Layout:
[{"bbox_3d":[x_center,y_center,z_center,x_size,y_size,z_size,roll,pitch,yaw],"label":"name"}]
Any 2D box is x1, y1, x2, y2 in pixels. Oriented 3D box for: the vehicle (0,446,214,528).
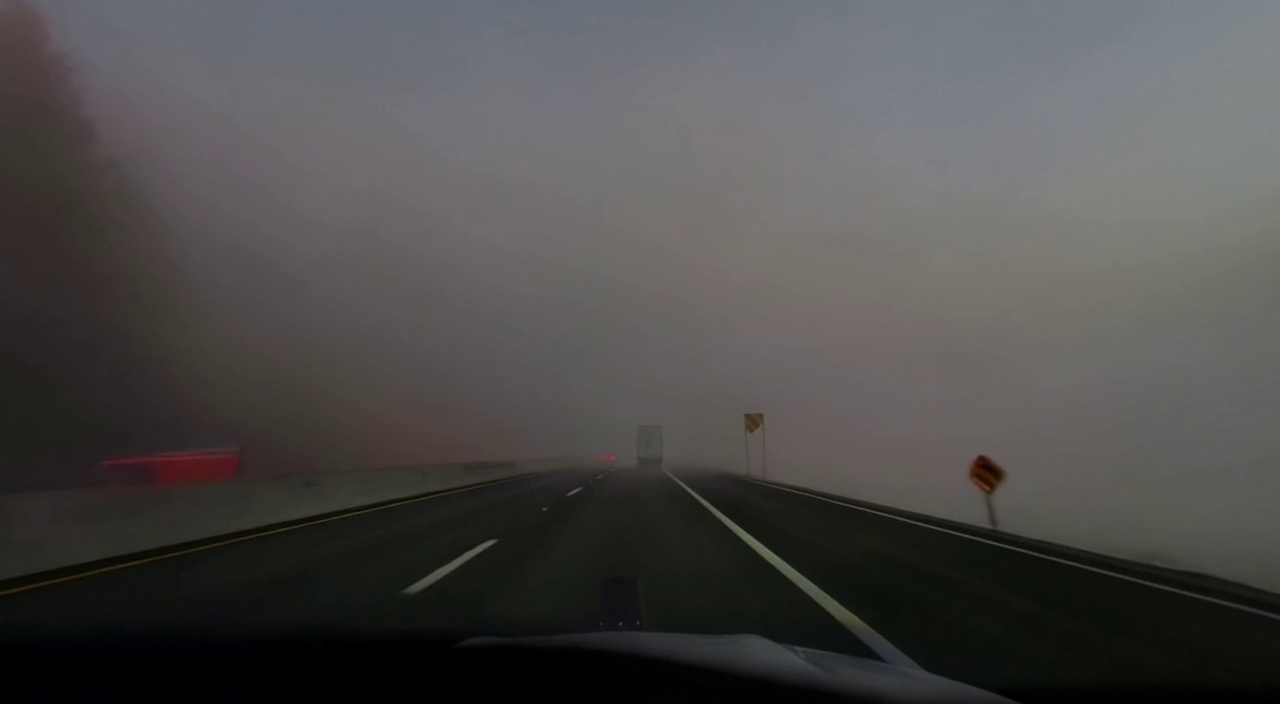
[{"bbox_3d":[-16.675,4.140,20.102,2.377,2.202,5.348,0,-9,0],"label":"vehicle"}]
